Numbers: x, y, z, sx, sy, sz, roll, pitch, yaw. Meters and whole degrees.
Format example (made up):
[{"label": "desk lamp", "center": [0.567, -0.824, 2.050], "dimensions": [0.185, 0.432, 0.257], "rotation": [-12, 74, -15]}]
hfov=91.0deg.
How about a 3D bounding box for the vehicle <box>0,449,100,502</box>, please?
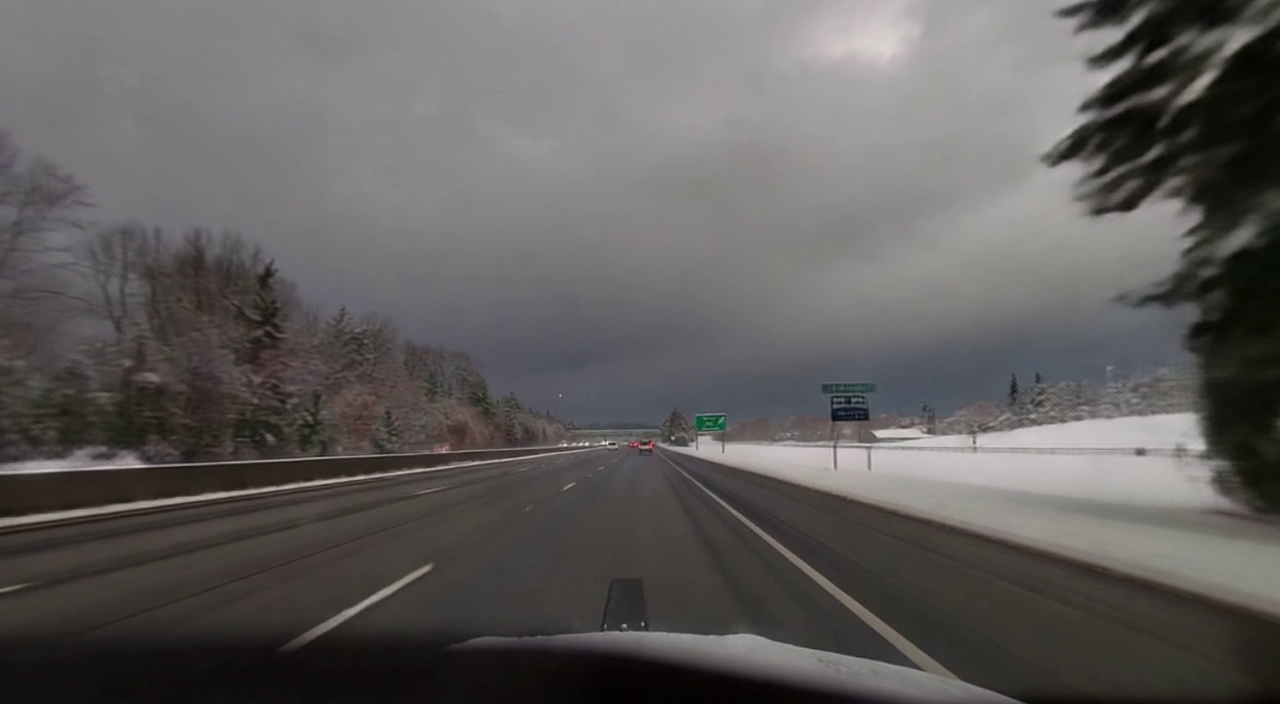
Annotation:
[{"label": "vehicle", "center": [-20.264, 3.910, 20.113], "dimensions": [1.898, 1.546, 4.570], "rotation": [0, -8, 0]}]
